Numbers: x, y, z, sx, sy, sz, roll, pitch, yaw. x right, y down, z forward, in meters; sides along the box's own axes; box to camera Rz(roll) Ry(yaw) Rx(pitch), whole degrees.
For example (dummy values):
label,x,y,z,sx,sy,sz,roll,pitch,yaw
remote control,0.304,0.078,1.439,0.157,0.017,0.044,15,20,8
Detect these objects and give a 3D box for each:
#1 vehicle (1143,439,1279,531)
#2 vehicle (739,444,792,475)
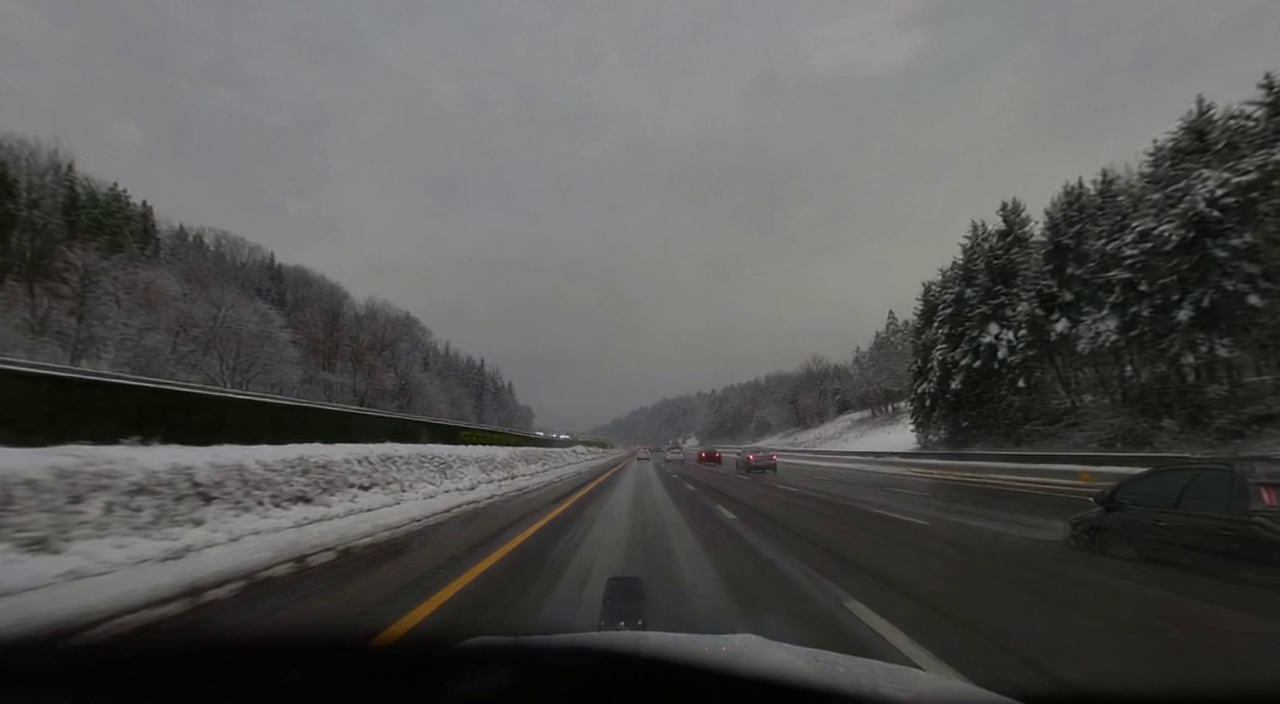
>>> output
label,x,y,z,sx,sy,sz,roll,pitch,yaw
vehicle,11.438,2.200,10.495,2.093,1.477,4.804,0,-8,0
vehicle,7.172,6.200,36.493,2.048,1.697,4.689,0,-8,-1
